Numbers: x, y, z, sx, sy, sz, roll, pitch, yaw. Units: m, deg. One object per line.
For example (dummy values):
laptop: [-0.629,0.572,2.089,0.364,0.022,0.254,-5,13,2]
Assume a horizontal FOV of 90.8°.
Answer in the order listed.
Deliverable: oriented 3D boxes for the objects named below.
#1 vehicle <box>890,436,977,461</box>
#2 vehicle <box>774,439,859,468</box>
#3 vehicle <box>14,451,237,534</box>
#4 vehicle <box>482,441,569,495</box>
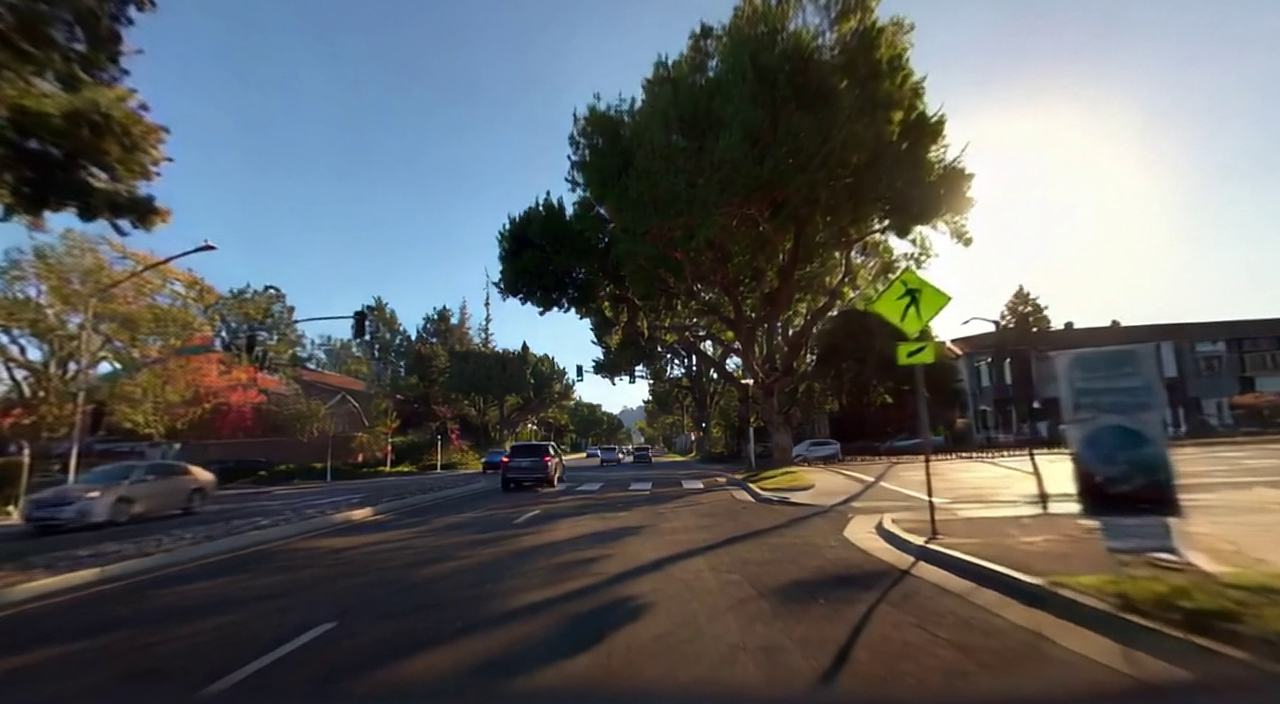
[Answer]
vehicle: [19.777,6.536,42.734,4.954,1.458,1.951,1,-10,2]
vehicle: [11.114,6.445,40.102,4.817,1.789,2.010,-1,-10,6]
vehicle: [-13.937,3.763,17.672,2.140,1.824,4.913,-3,-9,0]
vehicle: [-3.958,4.085,22.689,2.169,1.706,4.638,0,-9,1]
